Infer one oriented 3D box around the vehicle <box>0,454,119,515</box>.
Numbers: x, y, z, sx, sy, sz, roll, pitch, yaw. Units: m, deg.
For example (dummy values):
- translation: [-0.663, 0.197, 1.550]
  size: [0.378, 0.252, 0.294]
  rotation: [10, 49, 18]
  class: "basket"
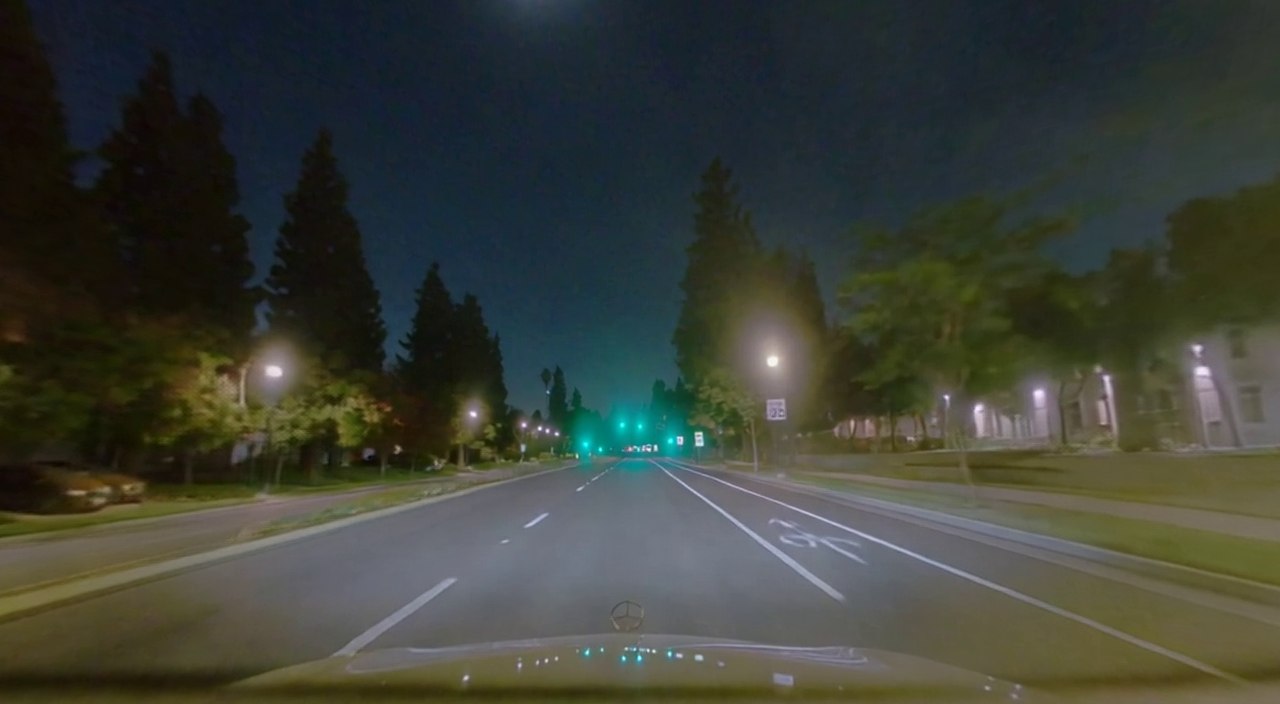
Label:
- translation: [-20.223, 4.209, 20.370]
  size: [4.761, 1.812, 2.206]
  rotation: [0, -9, -1]
  class: "vehicle"
